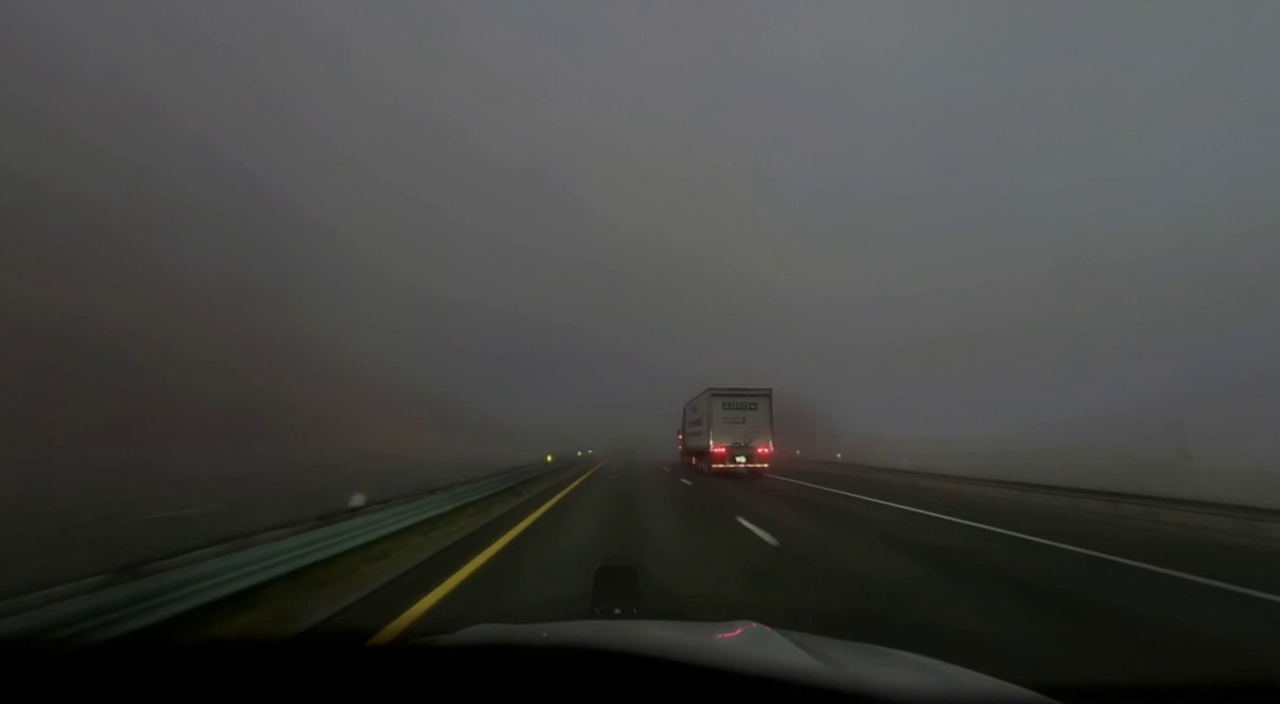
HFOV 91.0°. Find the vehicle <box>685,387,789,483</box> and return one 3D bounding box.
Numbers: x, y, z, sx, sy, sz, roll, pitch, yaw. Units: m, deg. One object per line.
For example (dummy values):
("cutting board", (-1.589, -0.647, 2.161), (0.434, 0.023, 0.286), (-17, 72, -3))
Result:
("vehicle", (3.523, 3.294, 24.812), (2.702, 3.193, 7.196), (0, -8, -2))
